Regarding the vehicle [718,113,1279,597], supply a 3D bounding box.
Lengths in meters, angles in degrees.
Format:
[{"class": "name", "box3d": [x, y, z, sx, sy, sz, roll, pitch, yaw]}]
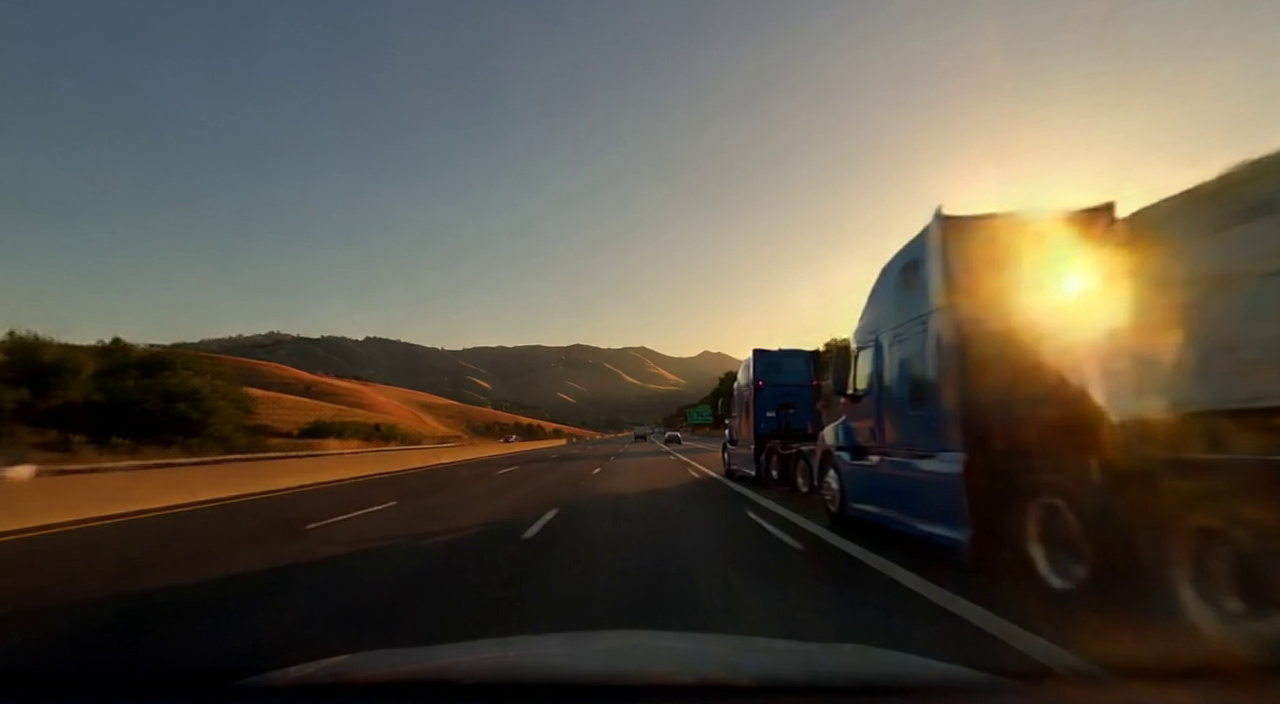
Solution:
[{"class": "vehicle", "box3d": [3.692, 0.746, 10.769, 3.446, 3.698, 12.089, 0, -8, 1]}]
